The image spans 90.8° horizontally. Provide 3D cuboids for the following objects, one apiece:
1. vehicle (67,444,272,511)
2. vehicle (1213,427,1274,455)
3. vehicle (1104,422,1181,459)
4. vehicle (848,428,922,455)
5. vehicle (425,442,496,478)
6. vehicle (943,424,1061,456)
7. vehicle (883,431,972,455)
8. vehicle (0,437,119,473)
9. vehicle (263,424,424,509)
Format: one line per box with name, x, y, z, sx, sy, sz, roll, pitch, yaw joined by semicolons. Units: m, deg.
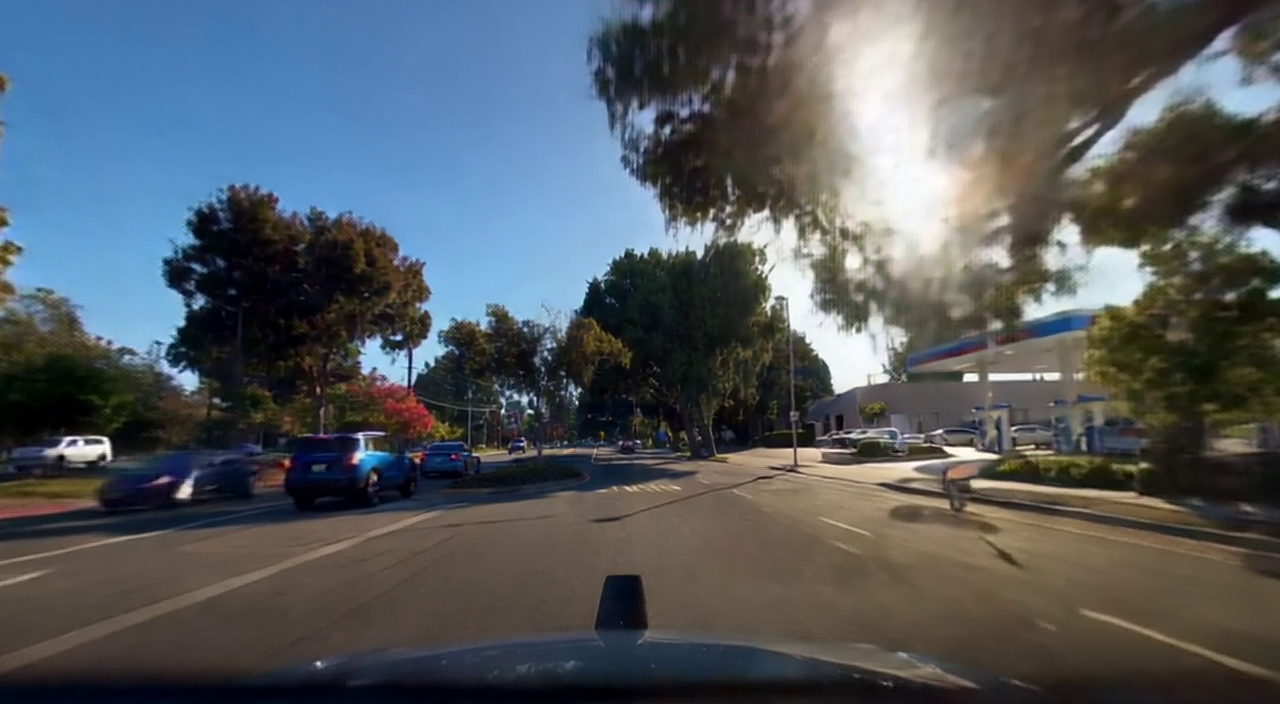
vehicle;-11.791;3.129;16.334;1.950;1.471;4.557;0;-9;-3
vehicle;32.638;4.833;34.246;1.894;1.434;4.308;-7;-11;38
vehicle;21.445;3.800;26.889;4.557;1.434;1.916;8;-12;-44
vehicle;17.754;6.485;45.921;4.422;1.586;1.990;-4;-6;-2
vehicle;-7.841;4.733;28.012;1.982;1.465;4.376;0;-9;-2
vehicle;19.004;4.665;33.370;4.868;1.610;2.223;0;-9;-2
vehicle;18.658;5.941;41.156;4.800;1.459;2.051;1;-9;-5
vehicle;-28.872;5.048;31.200;4.390;1.665;1.934;4;-10;-27
vehicle;-7.001;2.740;15.575;1.987;1.747;4.545;0;-9;-4
